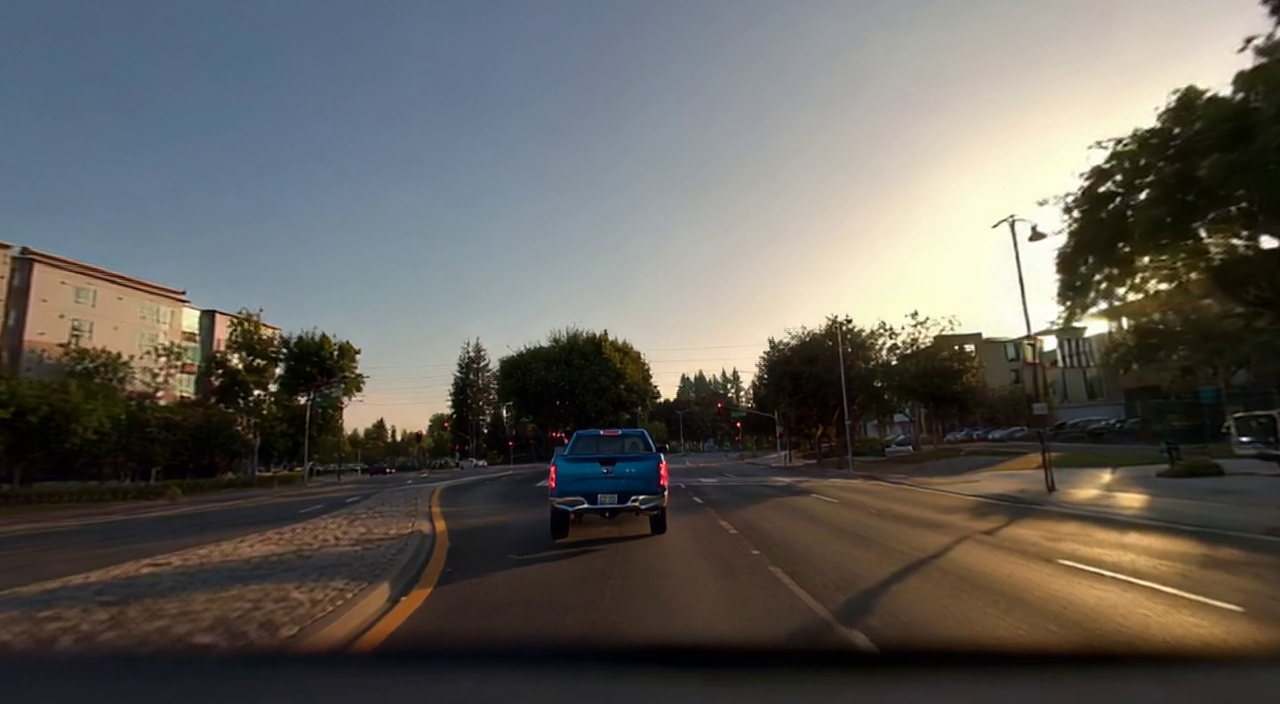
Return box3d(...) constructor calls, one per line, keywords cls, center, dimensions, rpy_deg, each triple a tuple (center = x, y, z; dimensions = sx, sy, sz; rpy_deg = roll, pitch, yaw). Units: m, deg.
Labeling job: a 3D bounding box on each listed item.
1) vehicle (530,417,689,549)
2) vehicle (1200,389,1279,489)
box3d(cls="vehicle", center=(-0.459, 2.127, 10.982), dimensions=(2.145, 1.762, 4.731), rpy_deg=(0, -8, -1))
box3d(cls="vehicle", center=(16.572, 2.255, 16.591), dimensions=(1.862, 2.438, 1.649), rpy_deg=(-2, -9, -14))
